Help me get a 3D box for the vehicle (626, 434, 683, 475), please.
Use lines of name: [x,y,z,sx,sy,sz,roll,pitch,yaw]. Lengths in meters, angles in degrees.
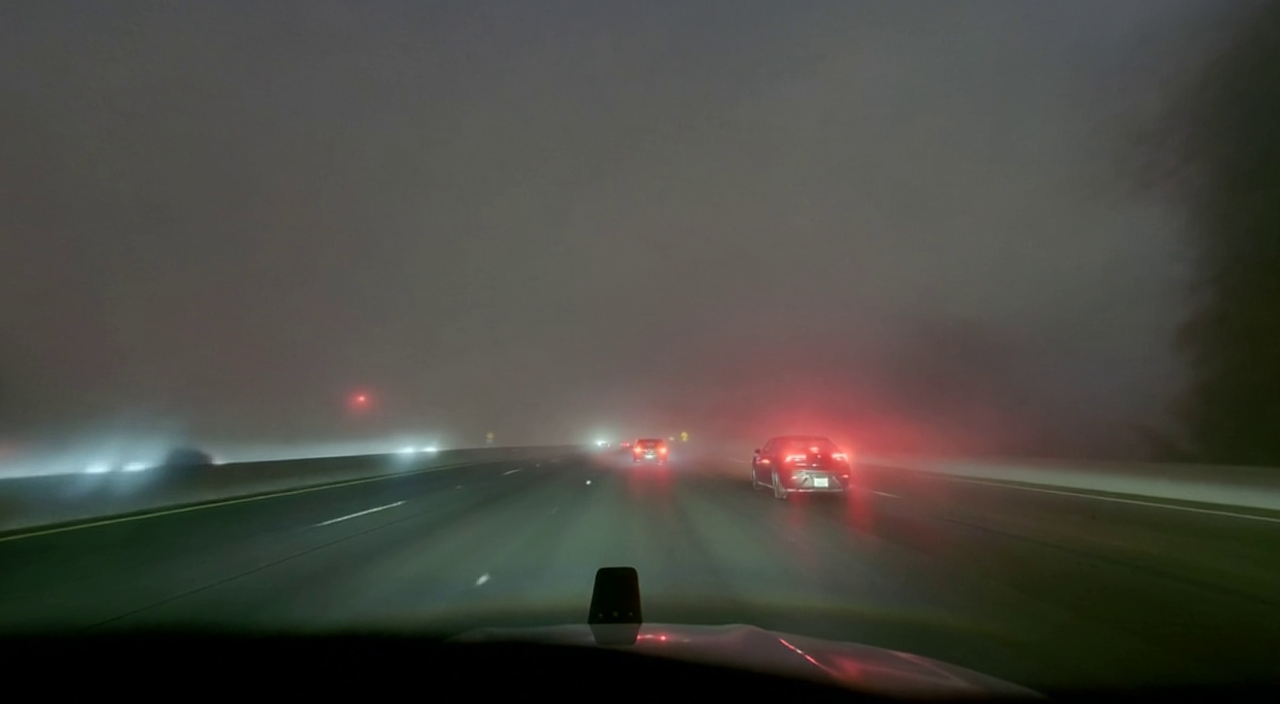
vehicle: [0.479,3.964,24.693,2.046,1.467,3.844,0,-8,-1]
